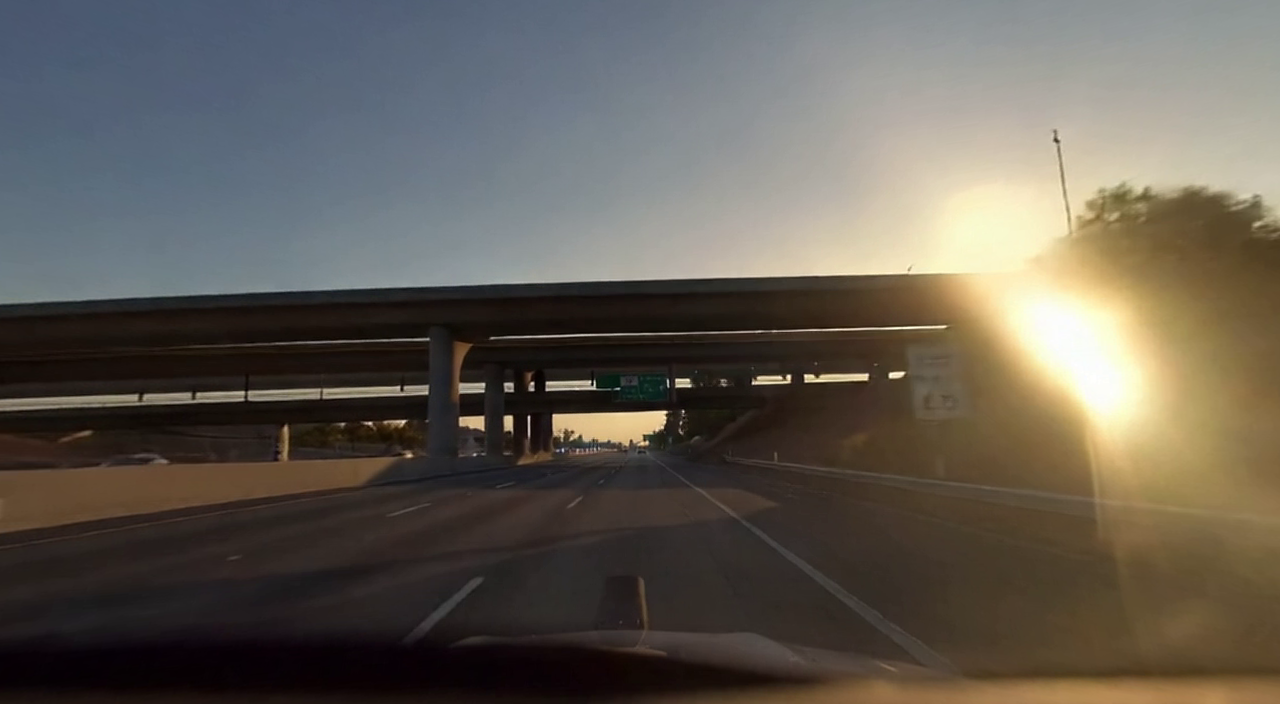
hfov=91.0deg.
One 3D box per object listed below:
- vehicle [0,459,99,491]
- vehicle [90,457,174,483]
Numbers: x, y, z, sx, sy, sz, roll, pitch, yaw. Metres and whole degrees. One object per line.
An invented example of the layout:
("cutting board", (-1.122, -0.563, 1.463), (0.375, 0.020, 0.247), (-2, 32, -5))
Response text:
("vehicle", (-31.727, 6.492, 33.518), (1.815, 1.486, 4.395), (0, -9, 1))
("vehicle", (-35.728, 8.271, 44.465), (1.948, 1.676, 4.660), (0, -9, 0))
